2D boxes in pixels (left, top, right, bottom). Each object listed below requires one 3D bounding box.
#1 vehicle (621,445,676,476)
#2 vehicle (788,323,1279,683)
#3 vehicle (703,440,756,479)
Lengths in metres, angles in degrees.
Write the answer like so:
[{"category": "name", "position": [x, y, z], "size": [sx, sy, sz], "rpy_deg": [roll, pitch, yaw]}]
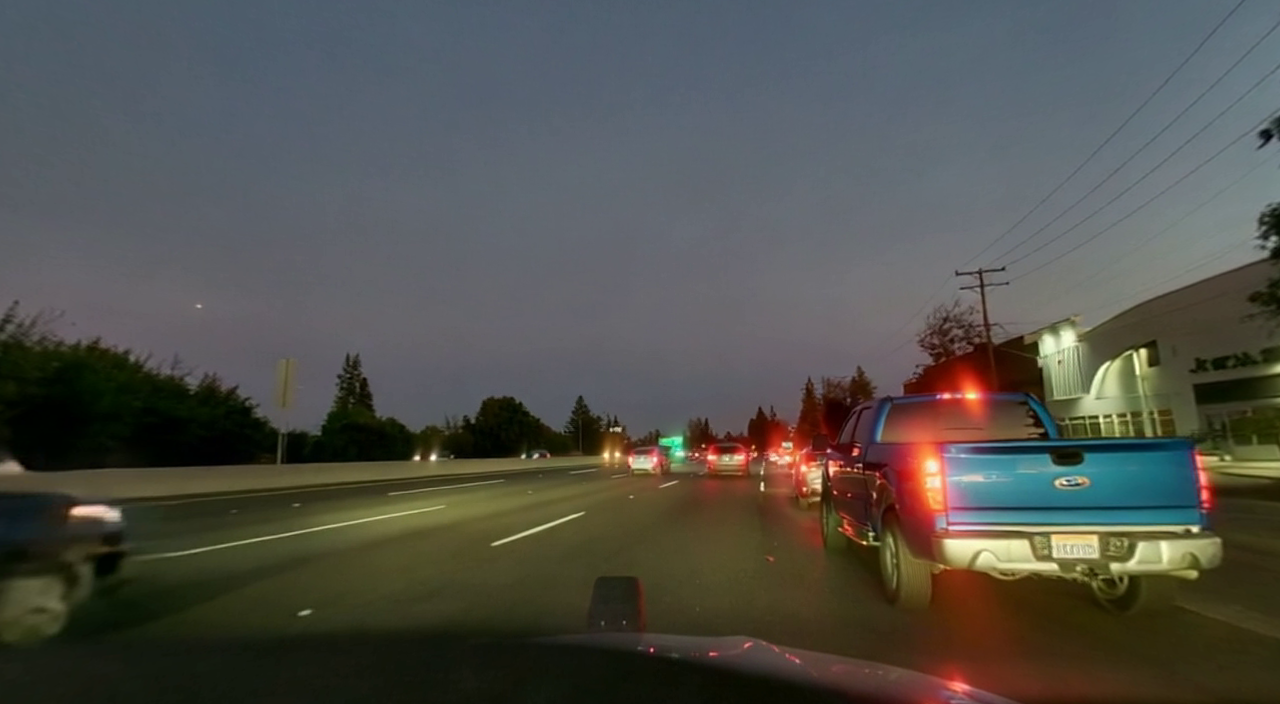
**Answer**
[{"category": "vehicle", "position": [0.516, 5.689, 33.379], "size": [2.119, 1.478, 4.644], "rpy_deg": [-2, -8, 11]}, {"category": "vehicle", "position": [3.363, 1.379, 7.277], "size": [3.024, 2.092, 6.797], "rpy_deg": [-2, -8, 12]}, {"category": "vehicle", "position": [4.266, 4.981, 29.471], "size": [2.080, 1.682, 4.150], "rpy_deg": [-2, -9, 12]}]
